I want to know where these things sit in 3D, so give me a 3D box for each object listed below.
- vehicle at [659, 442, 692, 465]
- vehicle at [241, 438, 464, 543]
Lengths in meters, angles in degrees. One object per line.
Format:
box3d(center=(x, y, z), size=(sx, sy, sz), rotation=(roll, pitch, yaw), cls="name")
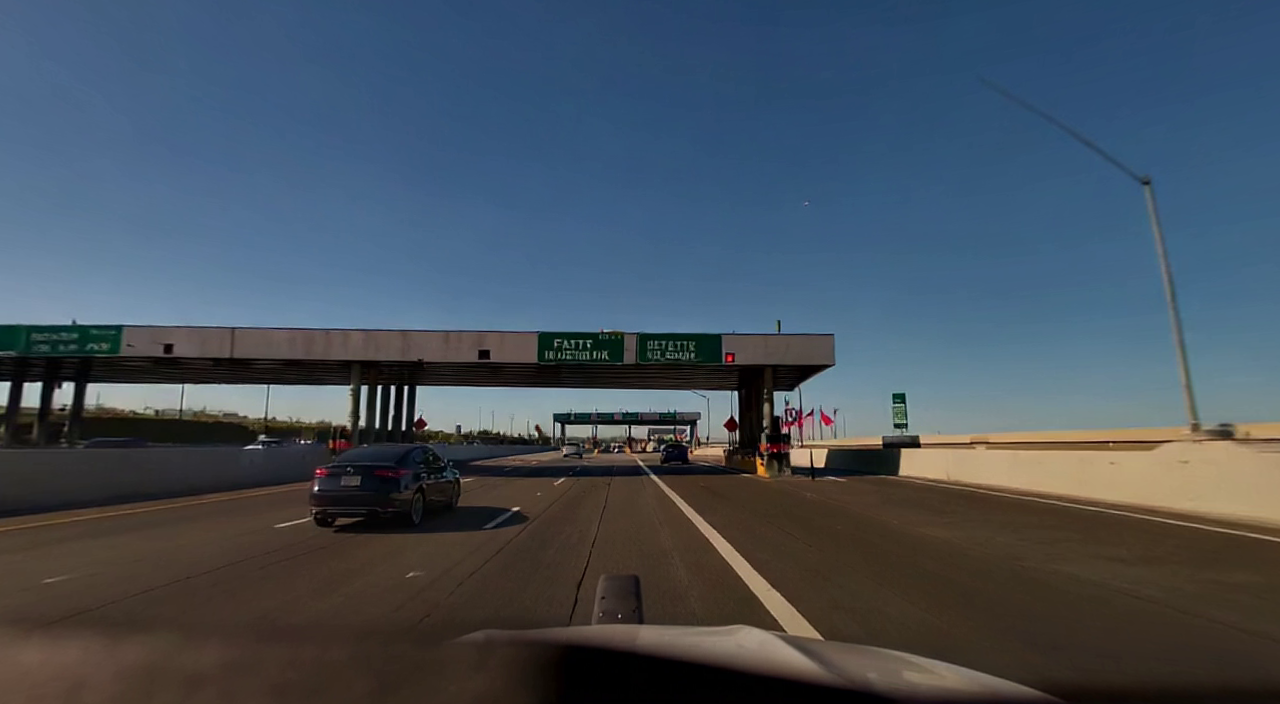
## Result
box3d(center=(2.664, 7.721, 48.423), size=(2.072, 1.639, 4.919), rotation=(0, -8, -2), cls="vehicle")
box3d(center=(-4.733, 2.309, 11.270), size=(1.981, 1.465, 4.334), rotation=(0, -8, -1), cls="vehicle")
